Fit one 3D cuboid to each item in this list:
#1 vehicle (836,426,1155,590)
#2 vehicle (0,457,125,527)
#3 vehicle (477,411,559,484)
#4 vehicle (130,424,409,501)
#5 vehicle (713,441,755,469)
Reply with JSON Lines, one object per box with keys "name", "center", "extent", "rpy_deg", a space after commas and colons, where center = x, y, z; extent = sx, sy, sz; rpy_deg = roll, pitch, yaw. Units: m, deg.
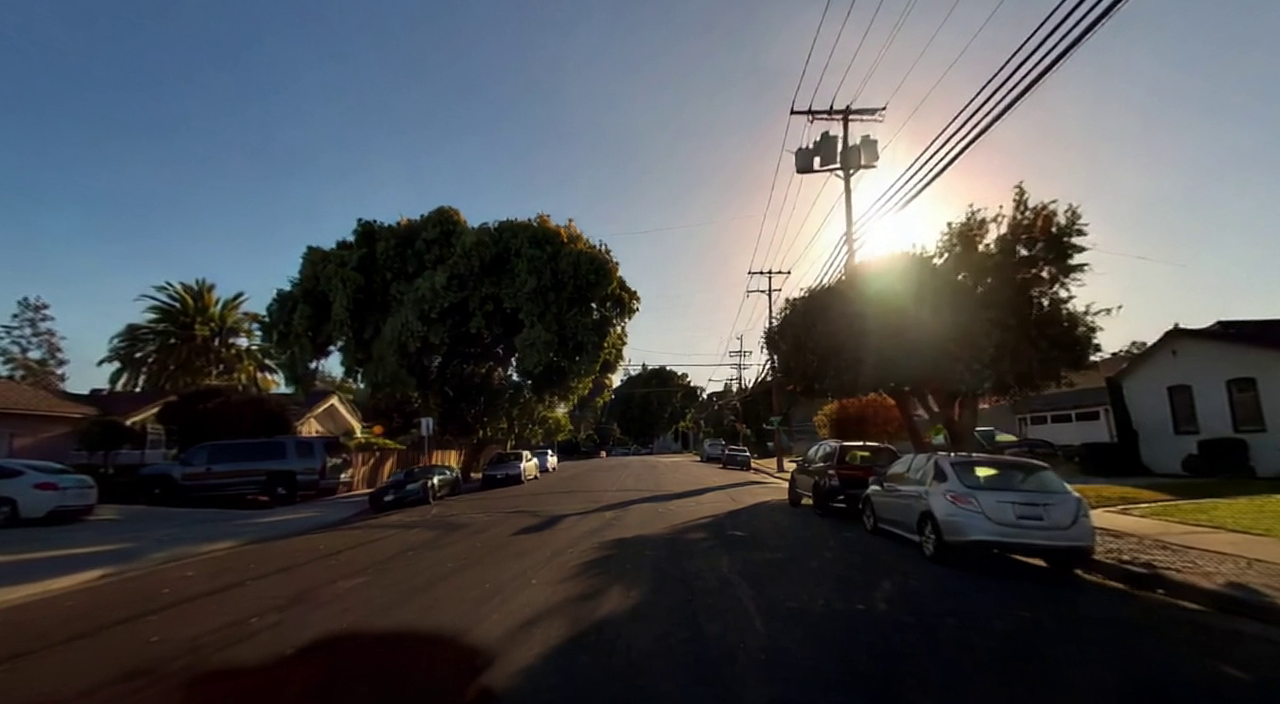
{"name": "vehicle", "center": [3.810, 1.689, 7.679], "extent": [1.845, 1.453, 3.792], "rpy_deg": [0, -8, 4]}
{"name": "vehicle", "center": [-14.490, 3.060, 14.049], "extent": [4.481, 1.420, 1.712], "rpy_deg": [0, -8, -1]}
{"name": "vehicle", "center": [-5.284, 4.274, 28.356], "extent": [2.199, 2.902, 5.848], "rpy_deg": [0, -8, 3]}
{"name": "vehicle", "center": [-10.306, 3.101, 18.012], "extent": [6.488, 2.009, 2.354], "rpy_deg": [0, -8, 3]}
{"name": "vehicle", "center": [5.081, 5.600, 34.637], "extent": [1.743, 1.440, 3.732], "rpy_deg": [0, -8, 1]}
